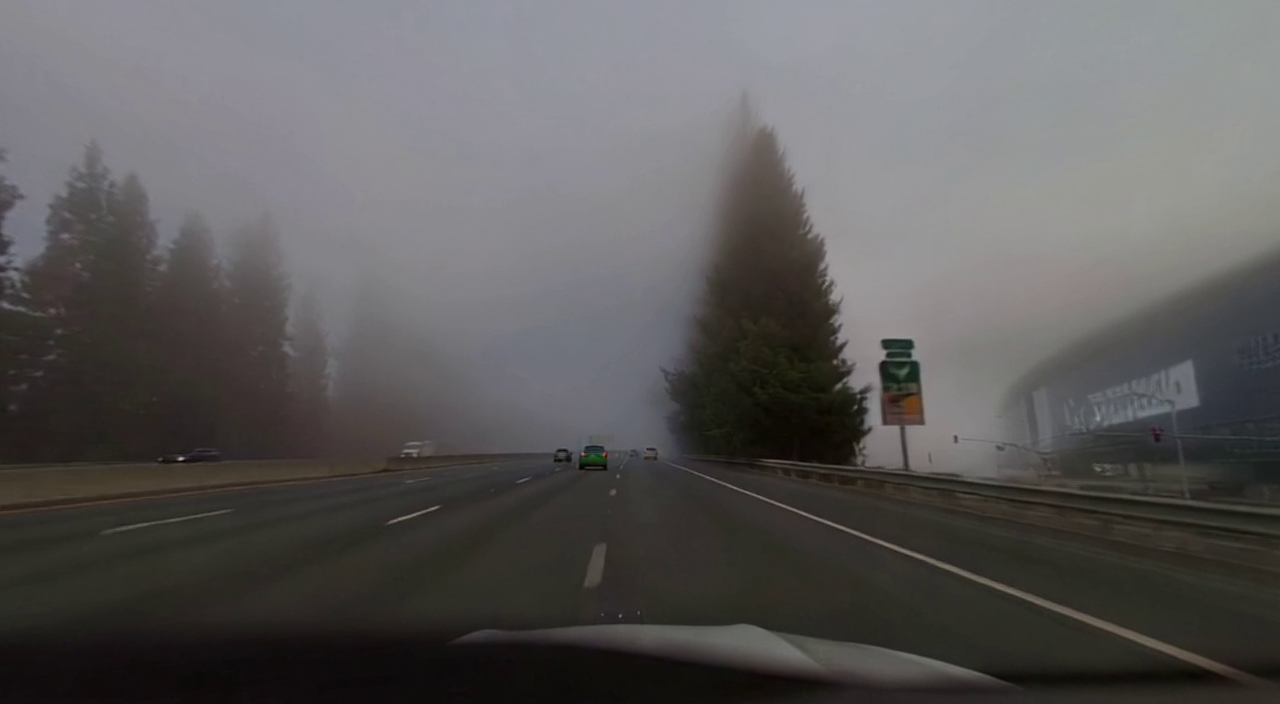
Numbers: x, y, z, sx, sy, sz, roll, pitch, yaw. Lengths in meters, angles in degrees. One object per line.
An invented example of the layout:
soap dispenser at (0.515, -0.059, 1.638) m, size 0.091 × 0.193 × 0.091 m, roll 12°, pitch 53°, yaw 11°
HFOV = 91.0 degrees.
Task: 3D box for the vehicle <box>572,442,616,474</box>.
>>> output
vehicle at (-2.740, 6.457, 38.667) m, size 2.302 × 1.810 × 4.707 m, roll 0°, pitch -9°, yaw 0°
